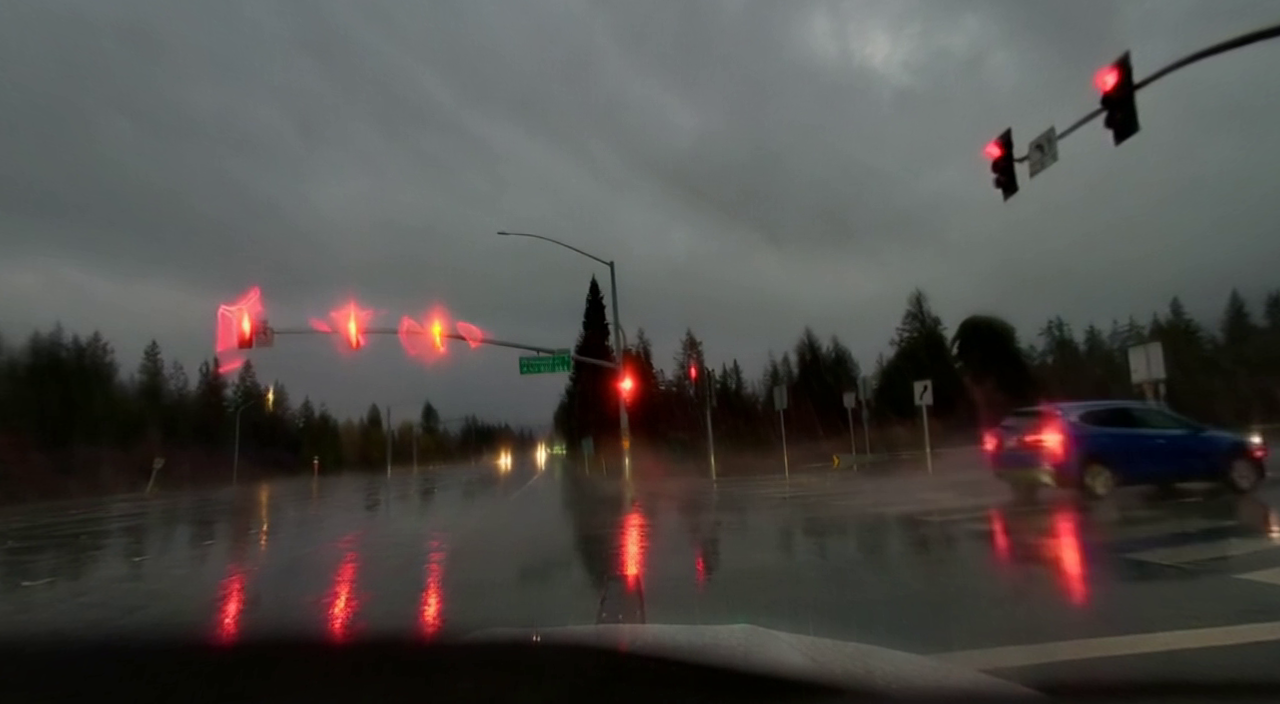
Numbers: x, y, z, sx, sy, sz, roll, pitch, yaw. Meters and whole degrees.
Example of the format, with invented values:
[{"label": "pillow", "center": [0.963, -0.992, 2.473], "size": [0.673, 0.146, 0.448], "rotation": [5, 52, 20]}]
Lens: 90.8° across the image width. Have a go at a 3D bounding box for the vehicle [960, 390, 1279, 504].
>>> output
[{"label": "vehicle", "center": [8.829, 1.714, 11.514], "size": [4.881, 1.807, 2.135], "rotation": [1, -9, -8]}]
